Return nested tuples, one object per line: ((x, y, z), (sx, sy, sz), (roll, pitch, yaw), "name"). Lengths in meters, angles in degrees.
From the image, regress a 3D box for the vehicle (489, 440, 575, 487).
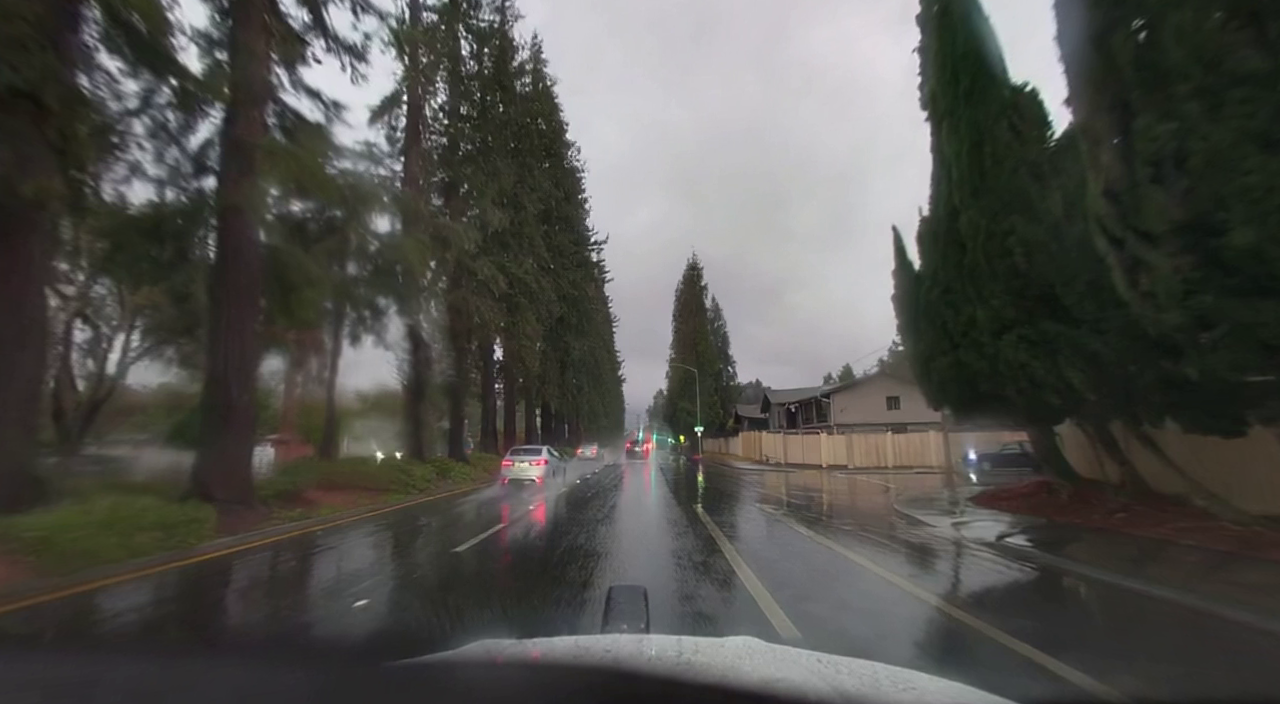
((-3.665, 3.897, 22.331), (2.188, 1.473, 4.651), (0, -8, 1), "vehicle")

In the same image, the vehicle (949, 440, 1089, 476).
((17.197, 4.825, 28.814), (4.970, 1.575, 2.140), (0, -8, 1), "vehicle")

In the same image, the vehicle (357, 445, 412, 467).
((-19.836, 8.063, 49.138), (2.041, 1.566, 5.174), (0, -8, 1), "vehicle")
